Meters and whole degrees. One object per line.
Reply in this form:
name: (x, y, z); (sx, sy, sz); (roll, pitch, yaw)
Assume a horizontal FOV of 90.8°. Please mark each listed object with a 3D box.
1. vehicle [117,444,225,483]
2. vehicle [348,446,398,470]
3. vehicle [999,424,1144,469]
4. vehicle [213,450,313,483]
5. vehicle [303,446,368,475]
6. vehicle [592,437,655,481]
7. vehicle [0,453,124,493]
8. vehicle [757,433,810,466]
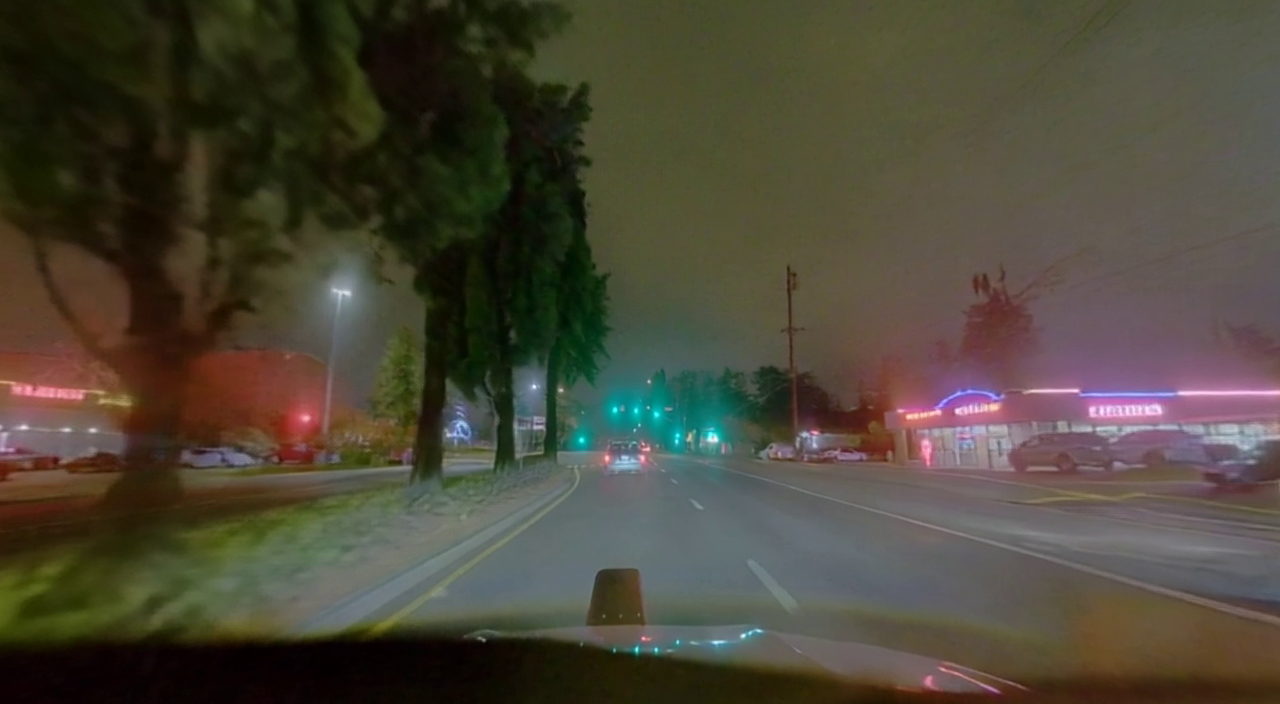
vehicle: (-24.272, 5.750, 32.994); (1.985, 1.821, 4.774); (0, -8, -1)
vehicle: (-19.479, 7.729, 46.309); (1.905, 1.698, 4.408); (0, -8, -3)
vehicle: (18.753, 4.167, 27.947); (2.253, 1.771, 5.722); (0, -8, -2)
vehicle: (-19.384, 5.876, 32.852); (2.083, 1.481, 5.103); (0, -8, 0)
vehicle: (-19.256, 6.847, 40.161); (1.896, 1.620, 4.542); (-2, -8, 0)
vehicle: (-0.652, 4.011, 23.941); (2.185, 1.473, 3.925); (0, -8, -3)
vehicle: (-24.721, 5.043, 26.651); (1.893, 1.451, 4.809); (0, -8, -1)
vehicle: (10.127, 6.941, 45.123); (2.266, 2.118, 5.742); (0, -8, -1)
